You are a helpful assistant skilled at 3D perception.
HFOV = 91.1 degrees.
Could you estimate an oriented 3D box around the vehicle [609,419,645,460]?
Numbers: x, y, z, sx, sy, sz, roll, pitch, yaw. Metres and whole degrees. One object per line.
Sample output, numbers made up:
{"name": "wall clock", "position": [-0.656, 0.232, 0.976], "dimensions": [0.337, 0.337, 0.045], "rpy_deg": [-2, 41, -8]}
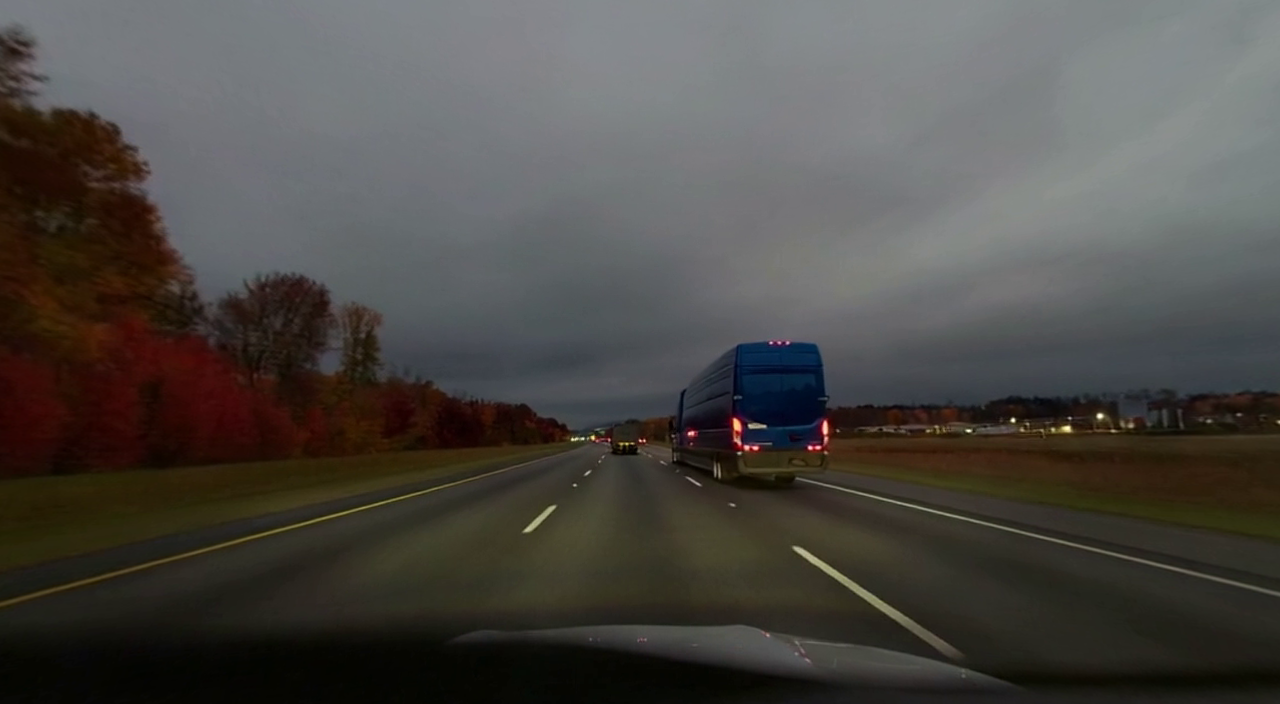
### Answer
{"name": "vehicle", "position": [-0.880, 6.057, 43.677], "dimensions": [2.389, 2.637, 5.437], "rpy_deg": [0, -8, -1]}

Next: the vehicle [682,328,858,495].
{"name": "vehicle", "position": [3.627, 2.322, 22.146], "dimensions": [3.128, 4.087, 13.351], "rpy_deg": [0, -8, -1]}
